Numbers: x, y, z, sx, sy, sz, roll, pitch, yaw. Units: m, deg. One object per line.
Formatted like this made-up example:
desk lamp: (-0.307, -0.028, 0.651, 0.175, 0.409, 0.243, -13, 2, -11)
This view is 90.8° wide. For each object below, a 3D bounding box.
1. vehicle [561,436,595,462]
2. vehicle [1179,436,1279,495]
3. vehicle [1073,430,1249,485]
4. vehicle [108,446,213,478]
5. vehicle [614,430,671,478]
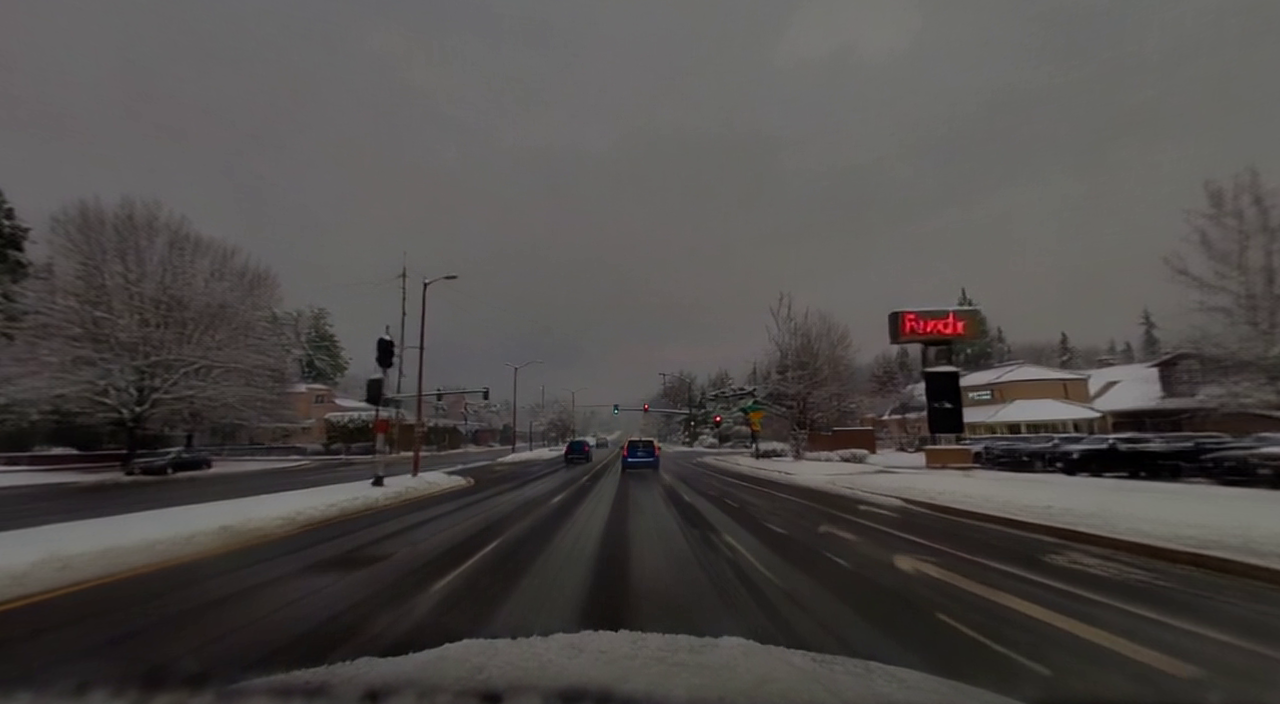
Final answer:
vehicle: (-4.740, 7.519, 49.052, 2.202, 1.856, 4.516, 0, -9, 0)
vehicle: (18.523, 3.201, 18.018, 4.358, 1.553, 2.063, 0, -9, -1)
vehicle: (18.540, 3.747, 22.639, 4.475, 1.838, 2.058, 0, -9, -3)
vehicle: (-26.315, 6.055, 34.901, 2.031, 1.622, 4.722, 0, -9, 0)
vehicle: (0.023, 4.442, 27.753, 2.273, 1.909, 5.075, 0, -9, -1)
